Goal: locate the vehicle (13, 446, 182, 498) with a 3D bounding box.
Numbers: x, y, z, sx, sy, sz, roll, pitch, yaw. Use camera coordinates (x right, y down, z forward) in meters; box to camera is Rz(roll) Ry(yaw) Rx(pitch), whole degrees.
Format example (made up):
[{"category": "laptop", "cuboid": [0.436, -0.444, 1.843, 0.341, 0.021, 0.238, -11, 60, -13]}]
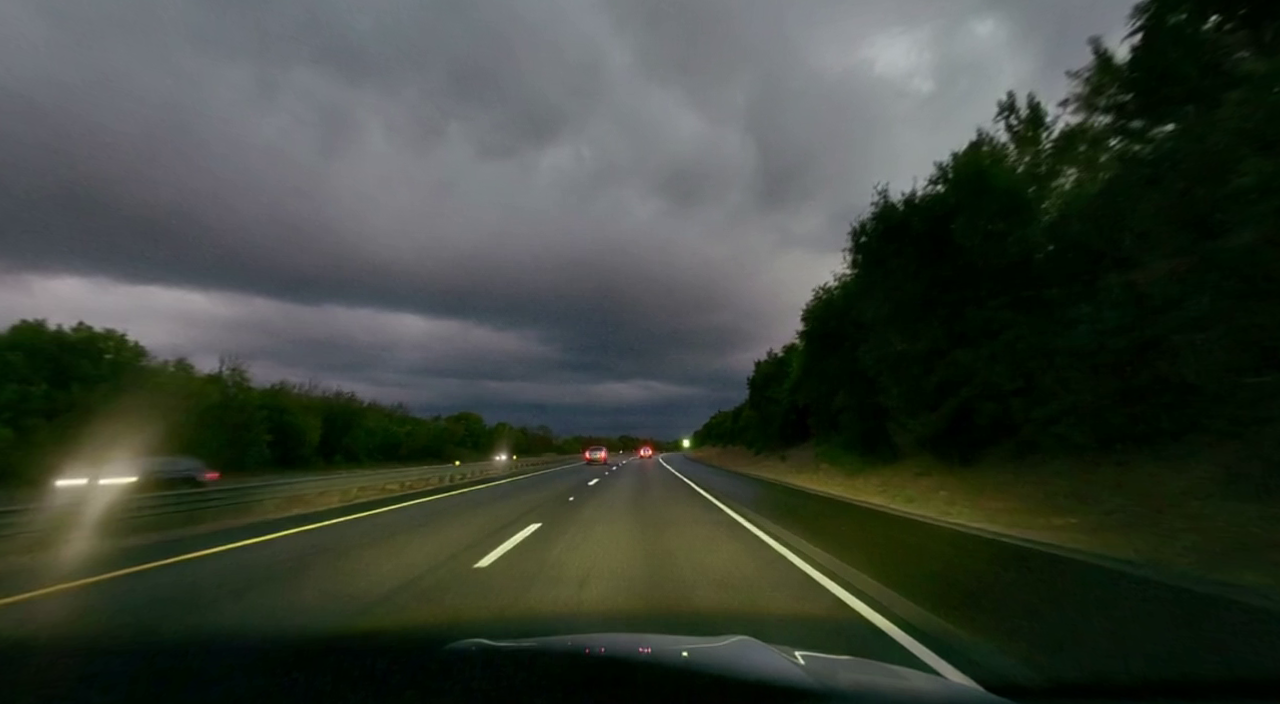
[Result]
[{"category": "vehicle", "cuboid": [-16.452, 3.625, 19.406, 1.768, 1.435, 3.802, 0, -9, 1]}]
